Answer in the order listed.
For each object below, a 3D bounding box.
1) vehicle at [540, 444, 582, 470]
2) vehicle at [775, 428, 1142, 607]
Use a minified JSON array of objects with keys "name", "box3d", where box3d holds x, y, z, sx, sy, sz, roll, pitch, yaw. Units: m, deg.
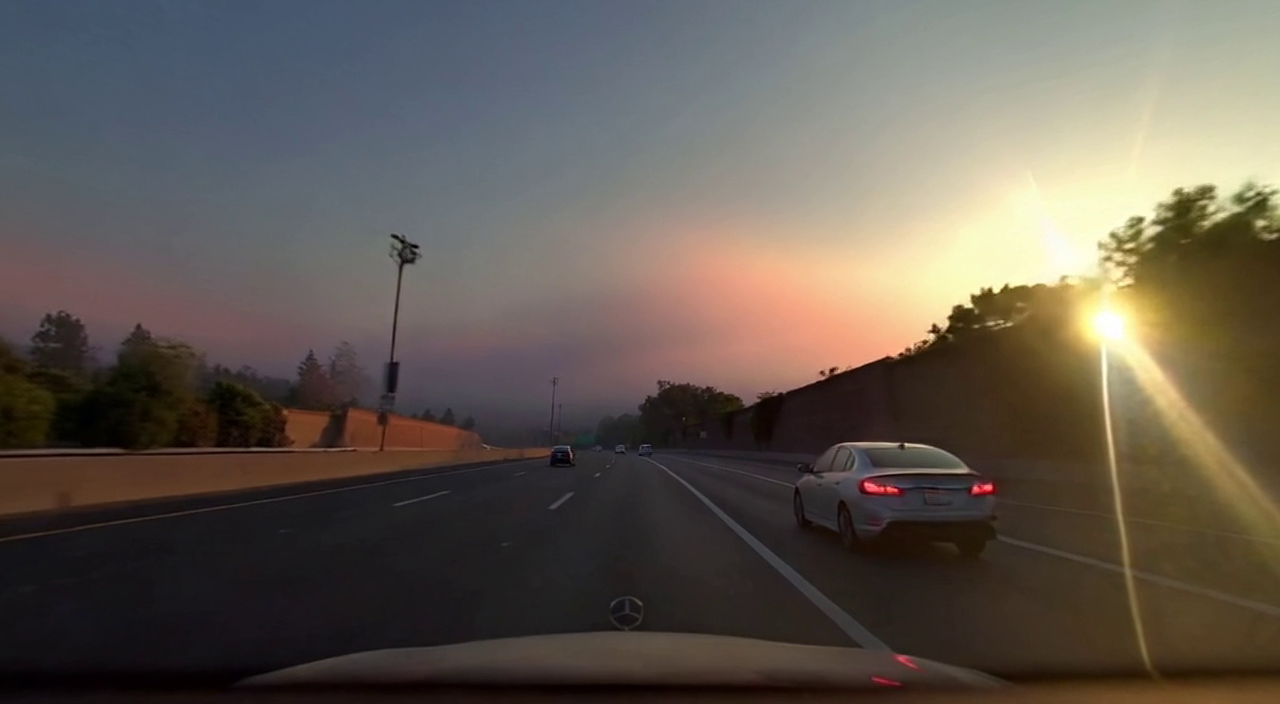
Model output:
[{"name":"vehicle","box3d":[-4.694,6.295,38.080,2.014,1.481,4.156,0,-8,0]},{"name":"vehicle","box3d":[3.218,1.750,7.772,2.030,1.490,4.737,0,-8,0]}]
